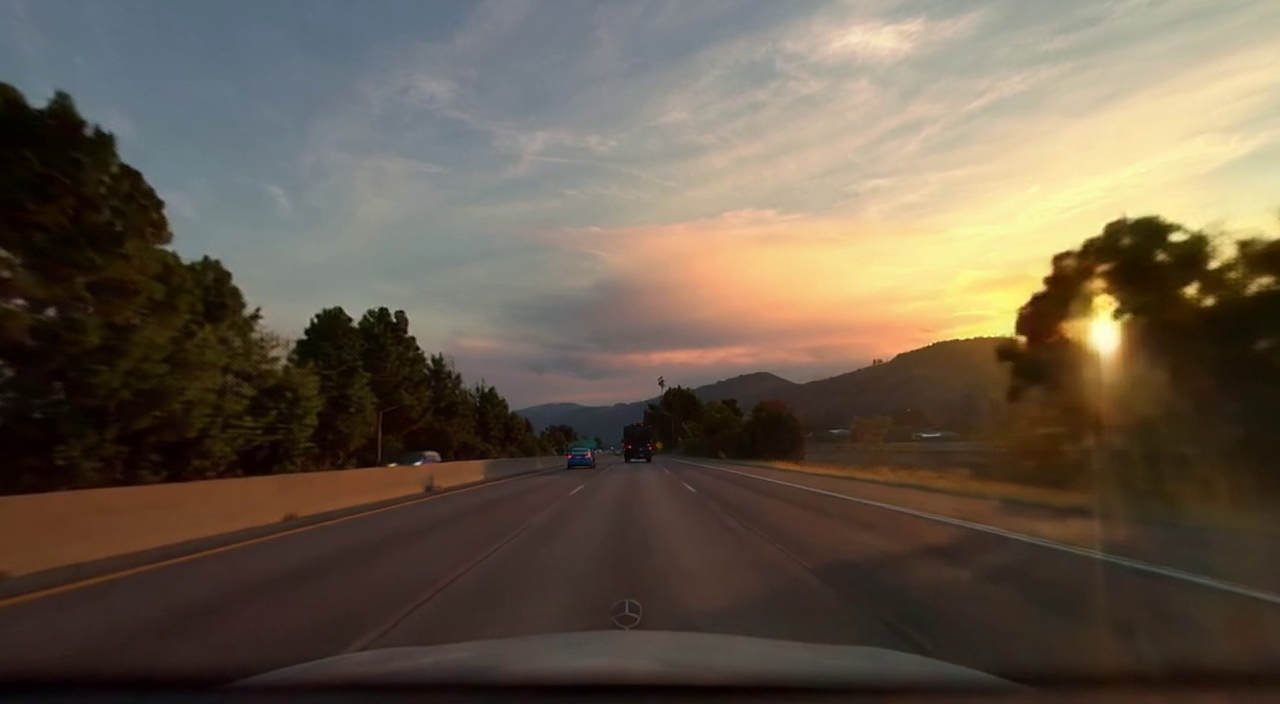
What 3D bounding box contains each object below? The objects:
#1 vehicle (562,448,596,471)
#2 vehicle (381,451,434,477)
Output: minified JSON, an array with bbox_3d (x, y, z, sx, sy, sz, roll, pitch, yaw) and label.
[{"bbox_3d":[-4.245,7.481,44.157,1.916,1.506,4.476,0,-9,0],"label":"vehicle"},{"bbox_3d":[-16.728,8.049,45.603,2.191,1.757,4.202,0,-9,0],"label":"vehicle"}]
